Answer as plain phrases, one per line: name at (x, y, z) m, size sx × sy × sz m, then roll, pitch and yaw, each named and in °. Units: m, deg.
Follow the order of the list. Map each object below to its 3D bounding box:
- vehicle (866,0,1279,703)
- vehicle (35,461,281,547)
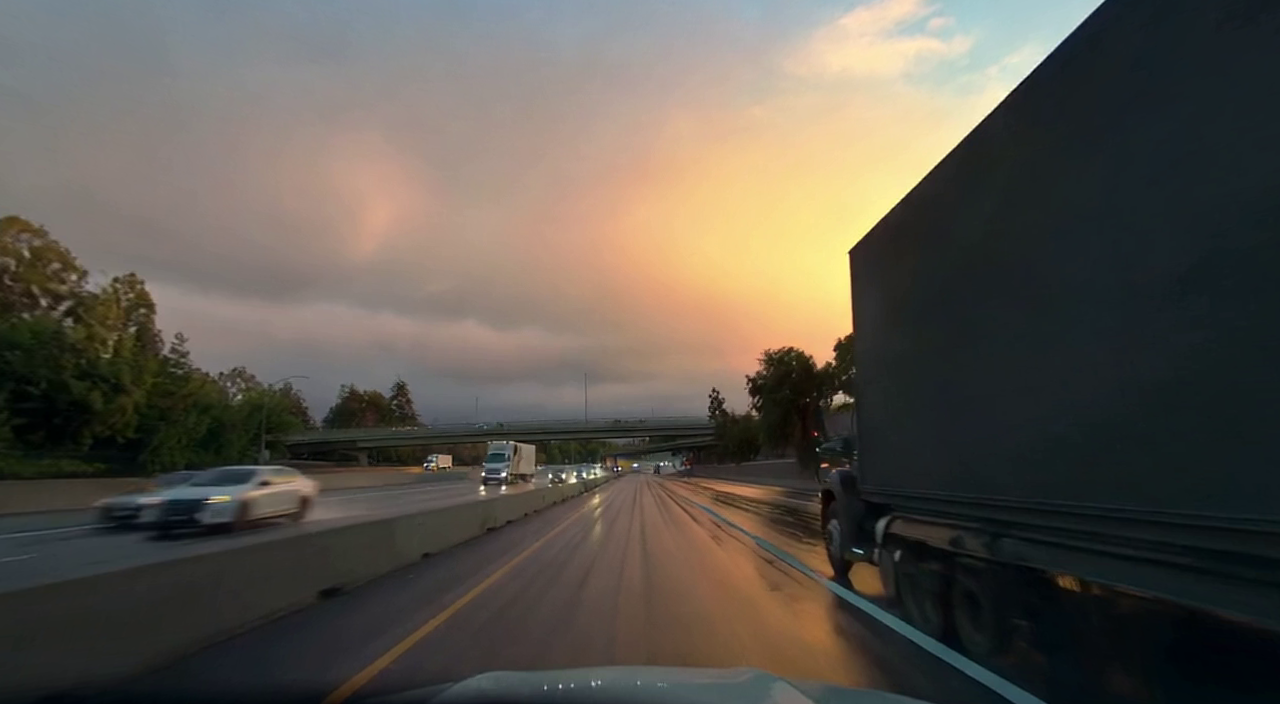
vehicle at (3.832, 0.070, 3.285) m, size 3.013 × 3.971 × 5.739 m, roll 1°, pitch -10°, yaw 0°
vehicle at (-9.147, 2.895, 12.468) m, size 1.816 × 1.395 × 3.822 m, roll 1°, pitch -10°, yaw -1°
